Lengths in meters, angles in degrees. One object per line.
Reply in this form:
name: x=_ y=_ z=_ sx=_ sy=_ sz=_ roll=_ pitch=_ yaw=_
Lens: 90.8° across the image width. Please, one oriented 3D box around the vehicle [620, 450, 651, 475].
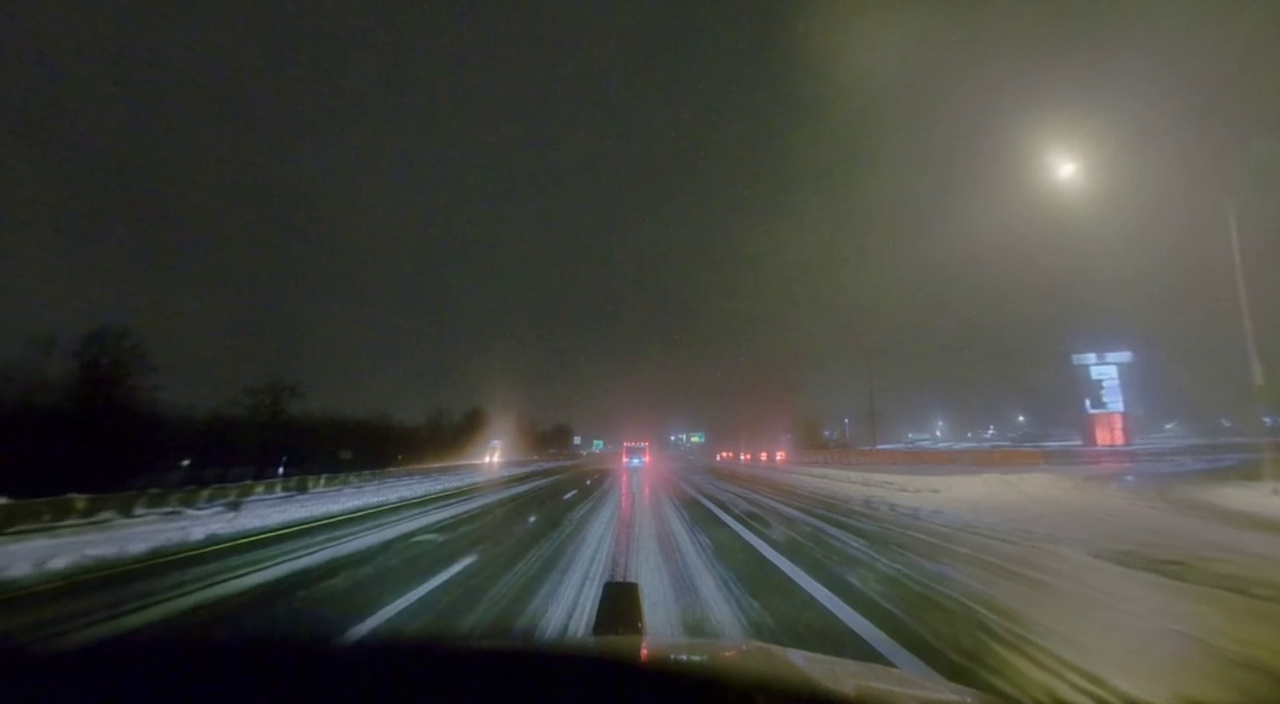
vehicle: x=-0.212 y=6.591 z=37.752 sx=1.695 sy=1.437 sz=3.506 roll=0 pitch=-9 yaw=2
